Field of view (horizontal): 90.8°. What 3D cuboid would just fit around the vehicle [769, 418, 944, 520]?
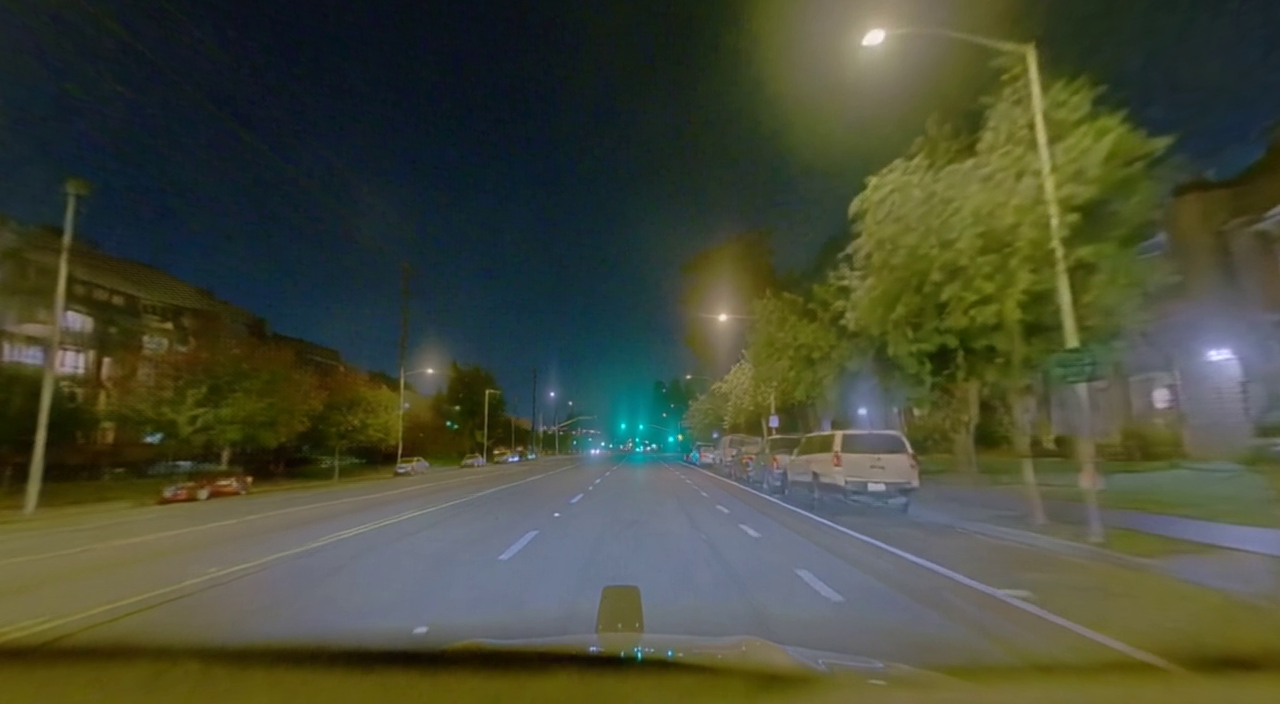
[{"bbox_3d":[4.495,2.530,14.182,2.078,1.837,5.088,0,-9,0],"label":"vehicle"}]

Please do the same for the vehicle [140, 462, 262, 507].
[{"bbox_3d":[-17.645,5.303,25.681,1.831,1.428,4.456,-3,-9,-1],"label":"vehicle"}]

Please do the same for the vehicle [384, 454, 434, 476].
[{"bbox_3d":[-17.537,8.610,48.203,2.039,1.508,4.613,-1,-9,2],"label":"vehicle"}]
